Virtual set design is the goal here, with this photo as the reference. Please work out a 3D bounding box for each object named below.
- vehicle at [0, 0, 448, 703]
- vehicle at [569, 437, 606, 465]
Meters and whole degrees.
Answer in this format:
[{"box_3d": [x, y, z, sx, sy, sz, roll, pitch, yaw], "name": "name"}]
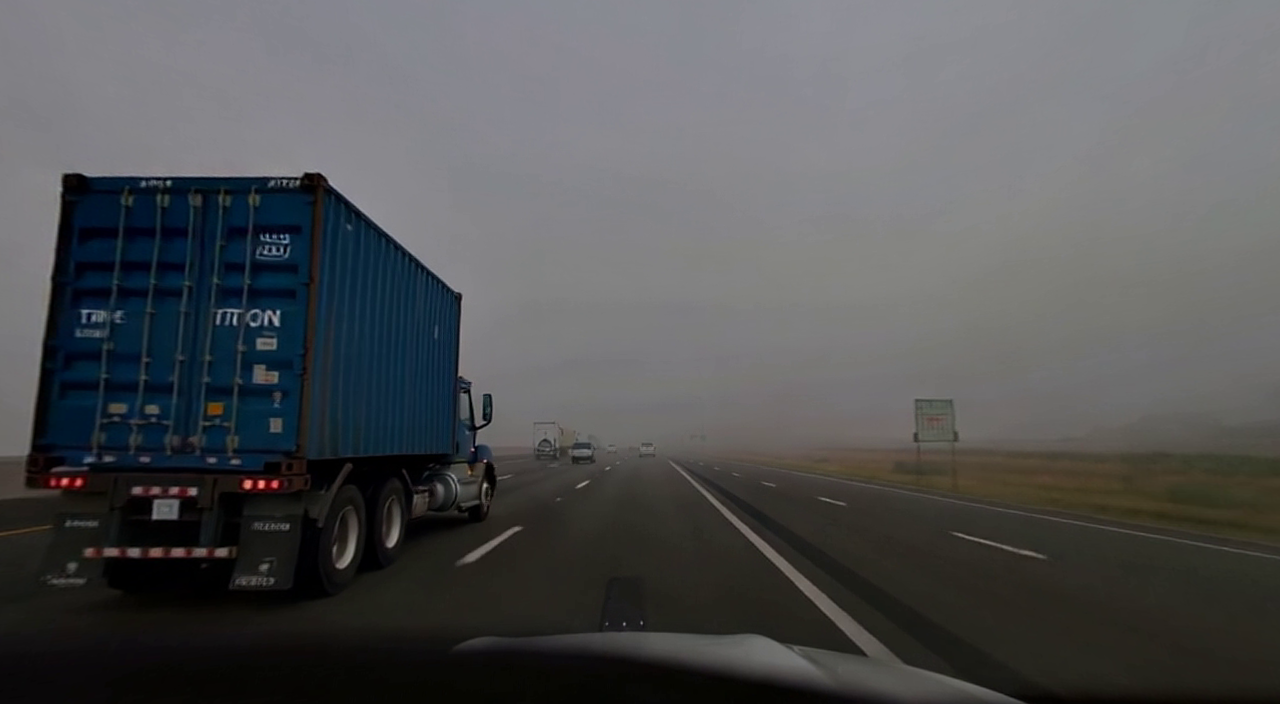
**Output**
[{"box_3d": [-4.056, -0.347, 1.440, 2.840, 4.032, 13.388, 0, -8, 1], "name": "vehicle"}, {"box_3d": [-3.430, 6.585, 42.109, 1.995, 1.745, 4.187, 0, -8, 1], "name": "vehicle"}]
